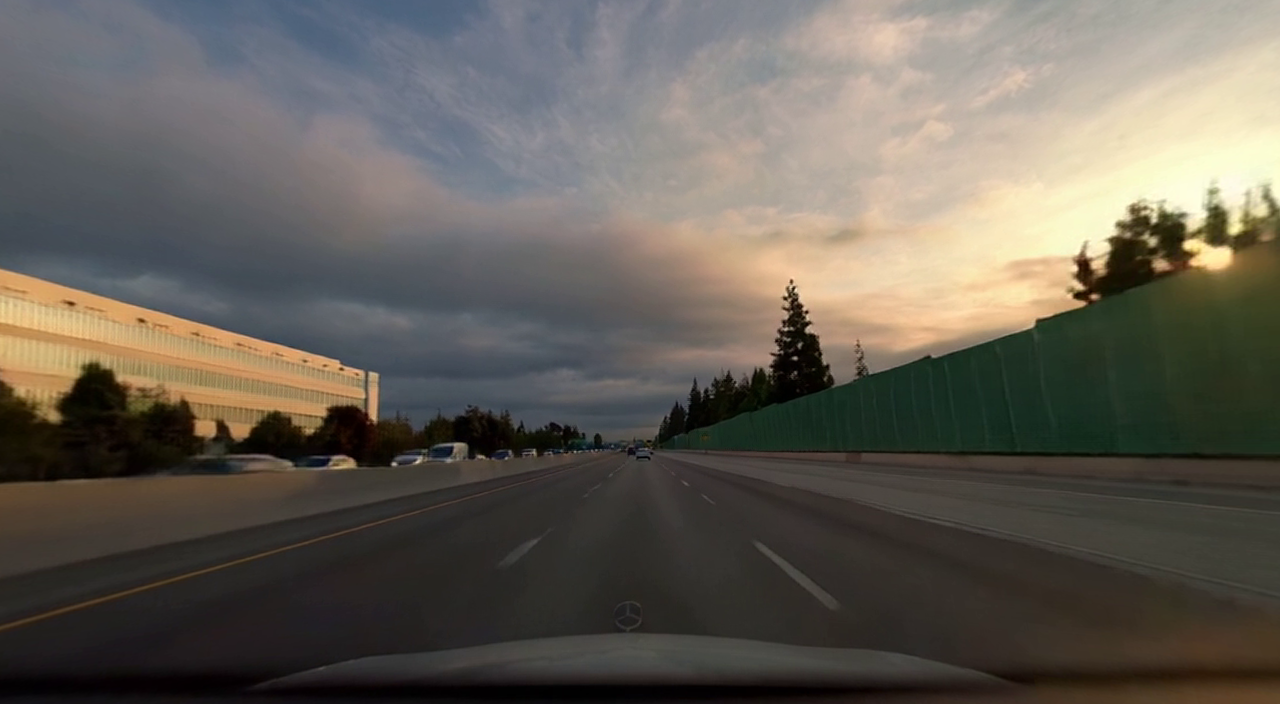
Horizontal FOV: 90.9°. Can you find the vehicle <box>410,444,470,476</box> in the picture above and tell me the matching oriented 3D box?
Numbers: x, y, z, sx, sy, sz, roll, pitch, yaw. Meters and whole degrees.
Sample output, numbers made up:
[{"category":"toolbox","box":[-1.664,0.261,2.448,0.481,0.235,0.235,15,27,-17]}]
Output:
[{"category":"vehicle","box":[-12.030,6.536,38.297,2.007,1.756,4.699,-1,-9,1]}]

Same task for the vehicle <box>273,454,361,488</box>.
[{"category":"vehicle","box":[-15.942,5.889,31.407,2.046,1.523,4.376,0,-9,0]}]

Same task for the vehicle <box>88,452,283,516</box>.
[{"category":"vehicle","box":[-11.954,3.461,17.055,1.922,1.458,4.410,0,-9,1]}]
